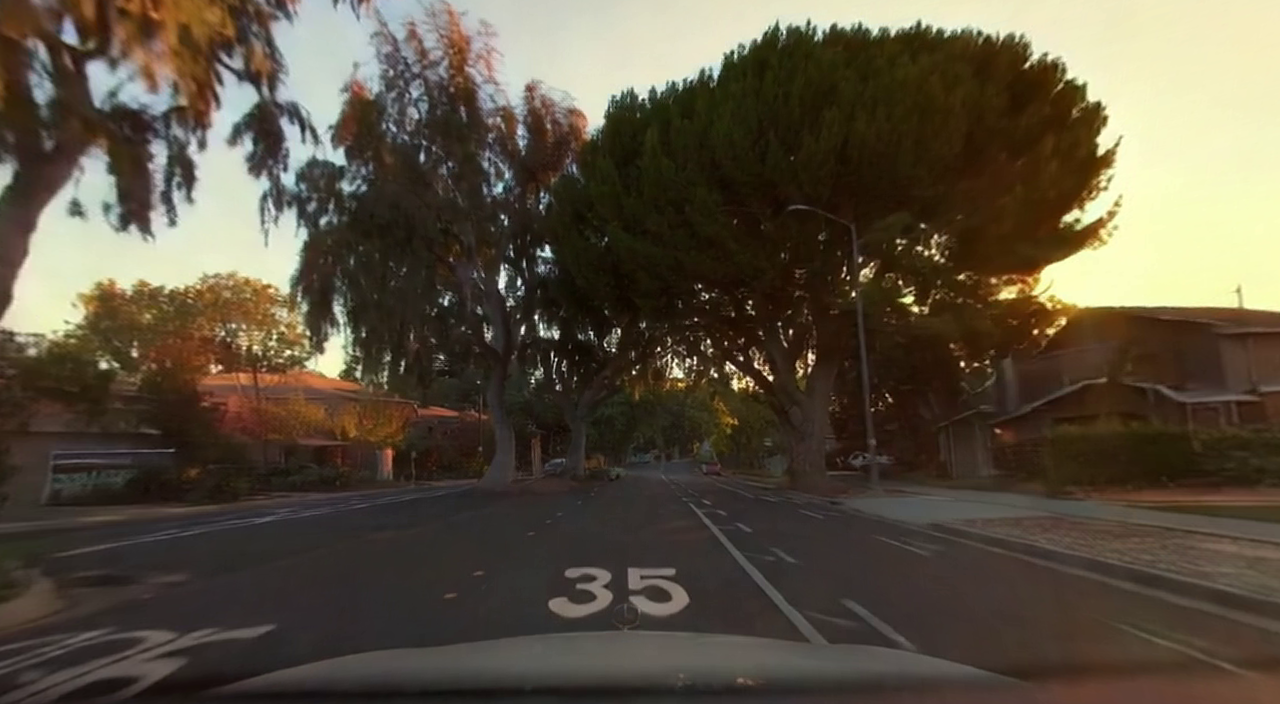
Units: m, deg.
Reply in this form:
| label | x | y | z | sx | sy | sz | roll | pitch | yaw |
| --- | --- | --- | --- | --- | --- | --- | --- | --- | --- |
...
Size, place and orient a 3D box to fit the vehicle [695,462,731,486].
| label | x | y | z | sx | sy | sz | roll | pitch | yaw |
| --- | --- | --- | --- | --- | --- | --- | --- | --- | --- |
| vehicle | 5.130 | 8.652 | 44.913 | 1.904 | 1.475 | 4.386 | 0 | -9 | -1 |
